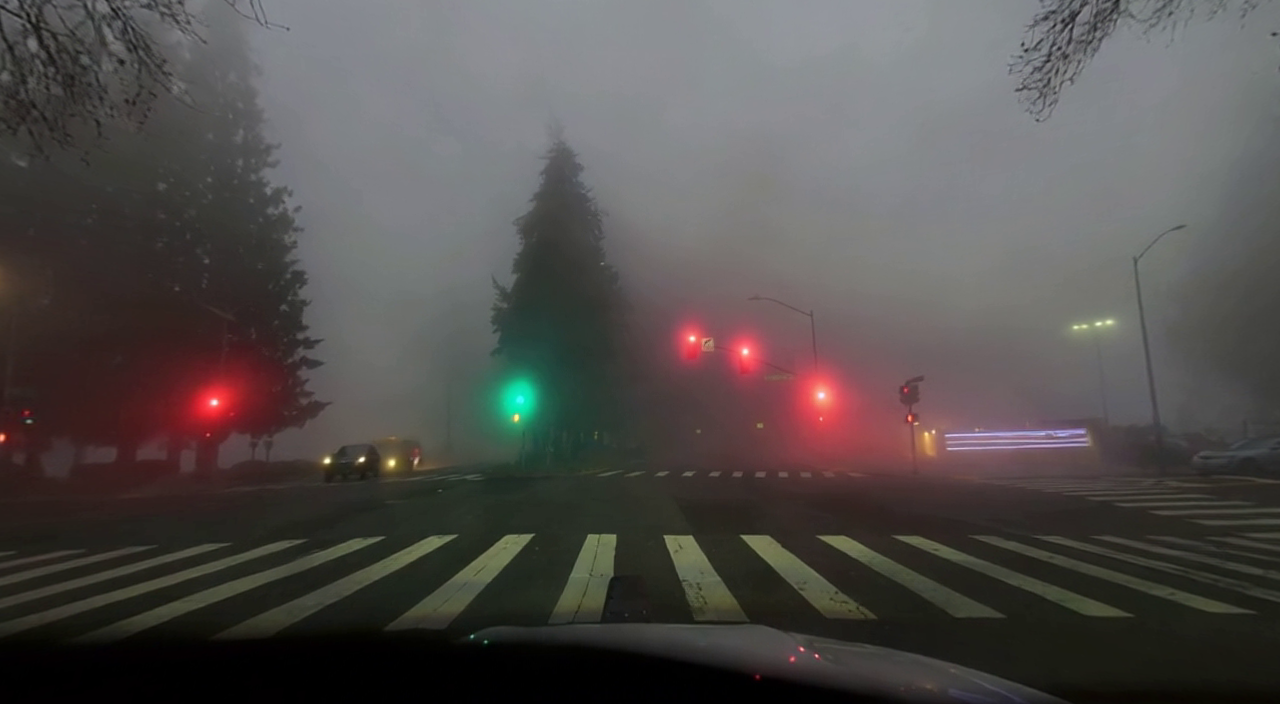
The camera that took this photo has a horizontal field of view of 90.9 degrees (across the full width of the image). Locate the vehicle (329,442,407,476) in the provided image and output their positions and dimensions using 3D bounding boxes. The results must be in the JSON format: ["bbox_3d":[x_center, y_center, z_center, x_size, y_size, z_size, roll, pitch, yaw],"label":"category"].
[{"bbox_3d":[-14.848,5.839,34.754,2.169,1.753,4.640,0,-8,1],"label":"vehicle"}]
